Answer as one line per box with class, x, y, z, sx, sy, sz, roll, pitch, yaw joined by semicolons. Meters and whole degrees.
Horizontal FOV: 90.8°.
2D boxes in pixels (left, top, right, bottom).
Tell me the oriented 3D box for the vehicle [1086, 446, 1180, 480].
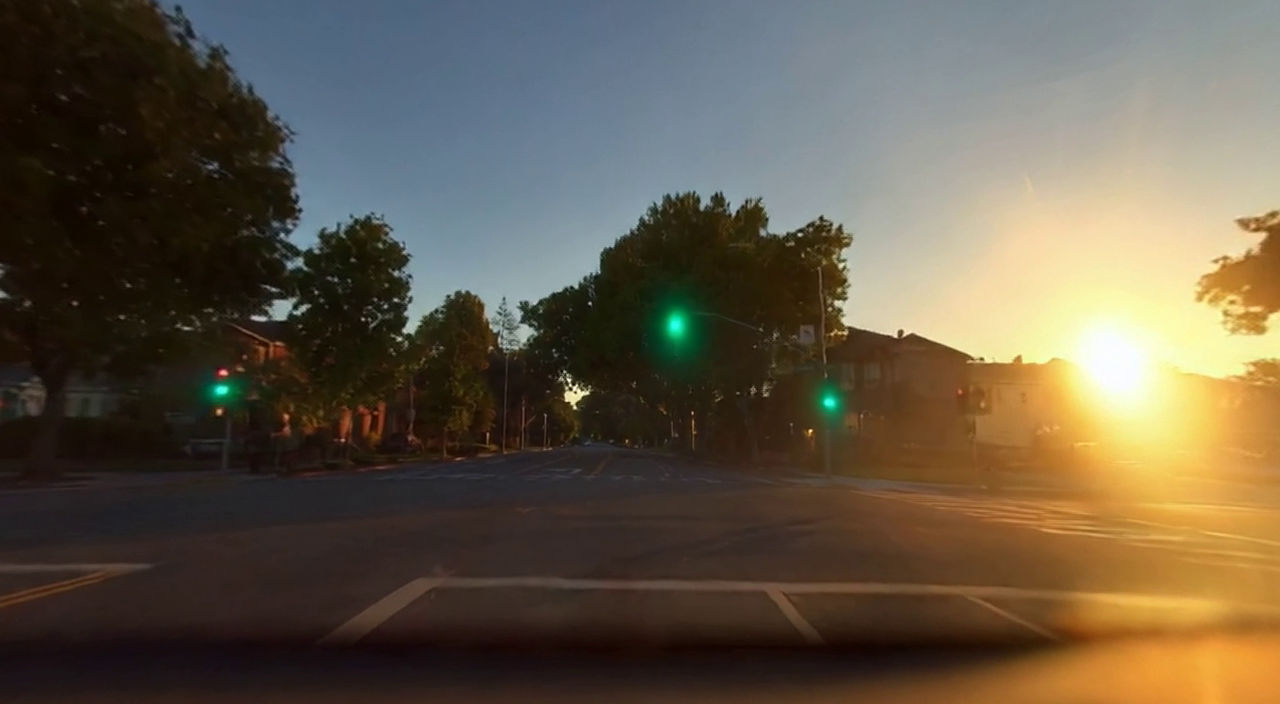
vehicle;27.087;6.103;34.778;3.878;1.462;1.783;5;-7;-5
